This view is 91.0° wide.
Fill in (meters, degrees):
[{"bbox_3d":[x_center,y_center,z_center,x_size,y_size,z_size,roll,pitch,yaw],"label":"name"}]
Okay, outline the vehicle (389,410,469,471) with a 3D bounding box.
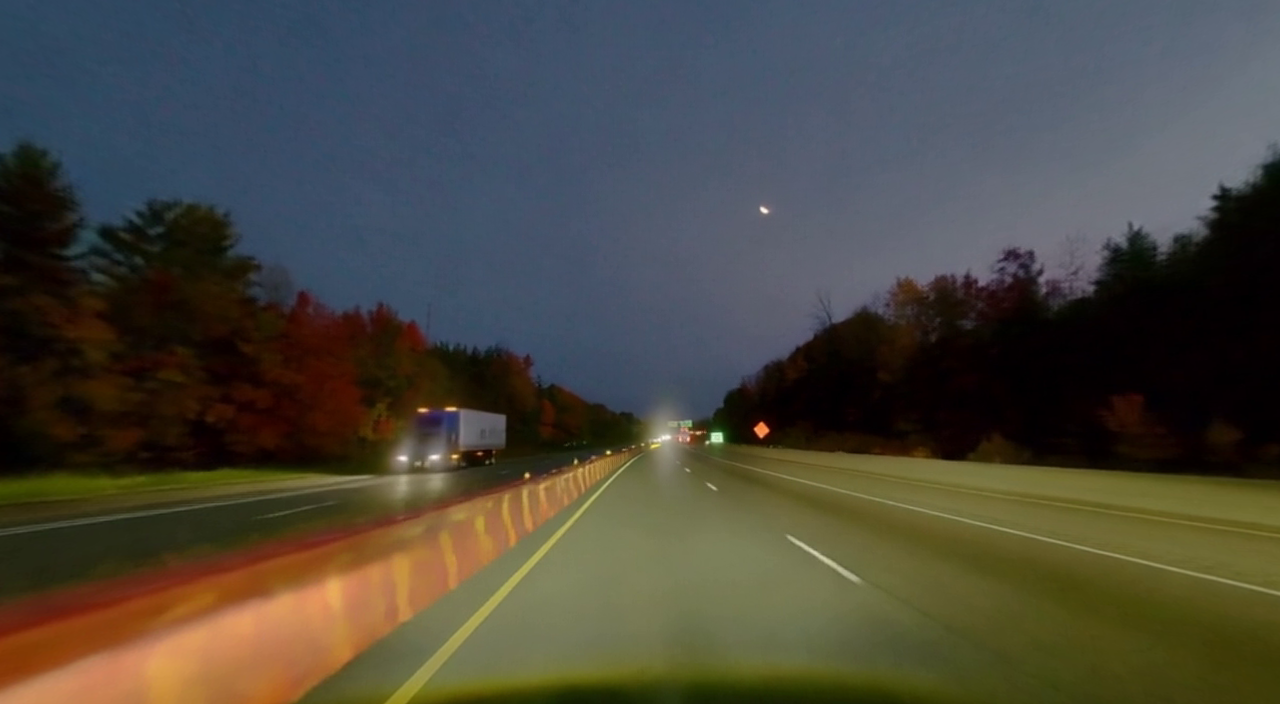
[{"bbox_3d":[-14.148,6.039,42.868,3.094,3.803,6.248,-1,-8,1],"label":"vehicle"}]
